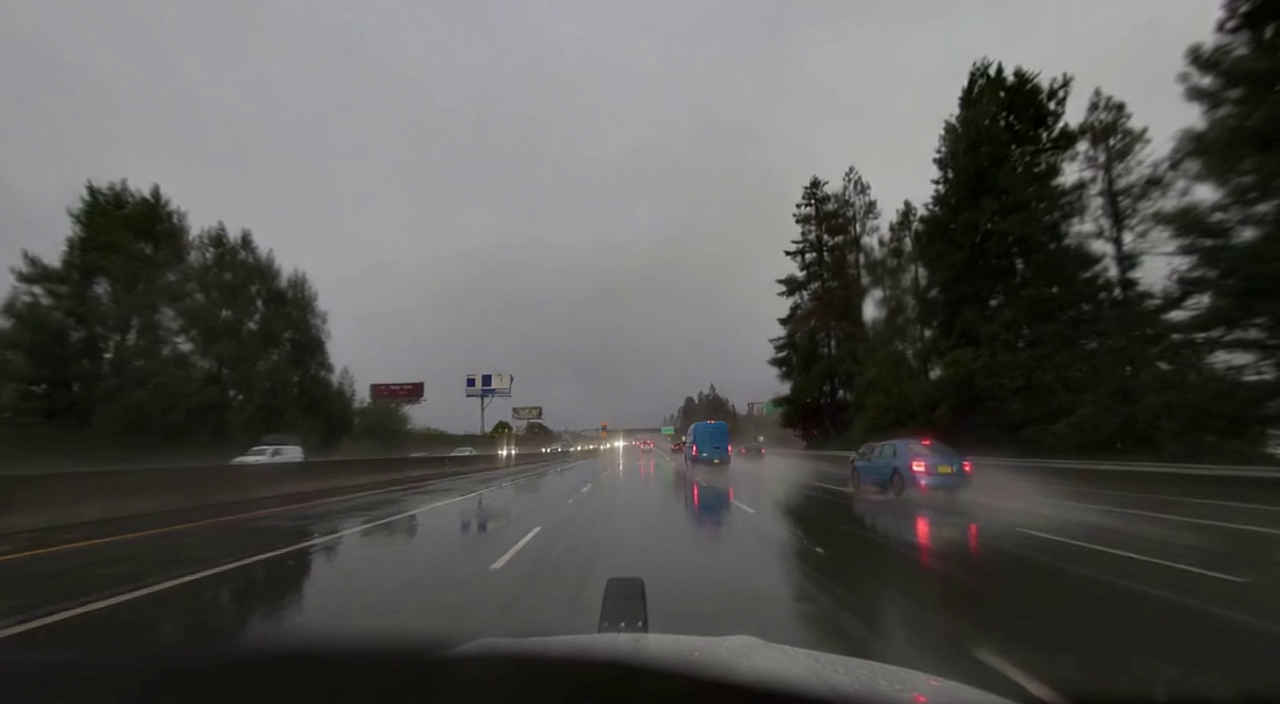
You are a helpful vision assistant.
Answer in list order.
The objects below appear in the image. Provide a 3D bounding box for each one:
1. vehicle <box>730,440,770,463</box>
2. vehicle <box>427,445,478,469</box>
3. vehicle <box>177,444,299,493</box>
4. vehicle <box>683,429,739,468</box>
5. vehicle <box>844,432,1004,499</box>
[{"bbox_3d":[7.680,6.971,44.161,2.099,1.510,3.784,0,-8,-1],"label":"vehicle"},{"bbox_3d":[-13.588,7.635,45.811,2.213,1.636,4.641,-1,-8,1],"label":"vehicle"},{"bbox_3d":[-18.529,5.354,29.319,2.390,1.916,5.057,-4,-8,0],"label":"vehicle"},{"bbox_3d":[4.129,5.725,37.427,2.546,2.087,5.404,0,-8,-2],"label":"vehicle"},{"bbox_3d":[7.335,2.975,16.942,2.003,1.517,4.936,0,-8,0],"label":"vehicle"}]
